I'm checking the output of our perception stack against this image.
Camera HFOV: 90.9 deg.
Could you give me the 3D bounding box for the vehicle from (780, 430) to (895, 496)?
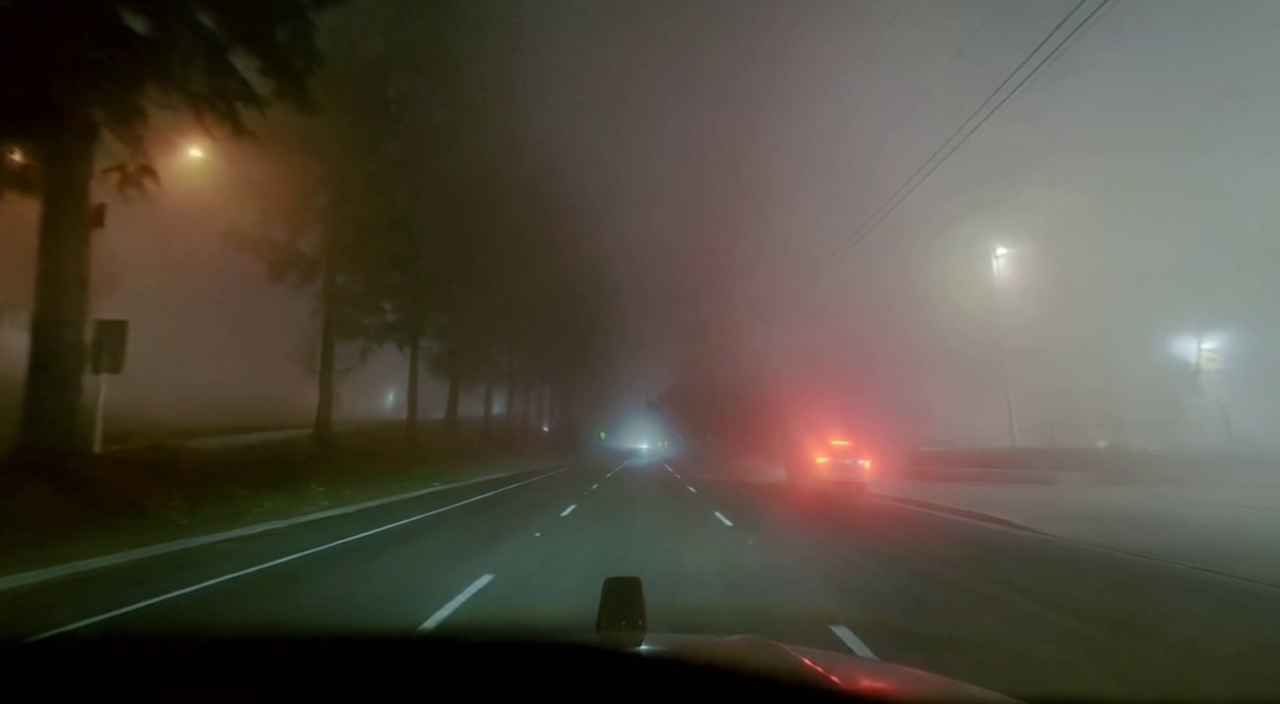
[{"bbox_3d":[6.066,3.466,20.128,2.177,1.788,5.106,0,-8,2],"label":"vehicle"}]
